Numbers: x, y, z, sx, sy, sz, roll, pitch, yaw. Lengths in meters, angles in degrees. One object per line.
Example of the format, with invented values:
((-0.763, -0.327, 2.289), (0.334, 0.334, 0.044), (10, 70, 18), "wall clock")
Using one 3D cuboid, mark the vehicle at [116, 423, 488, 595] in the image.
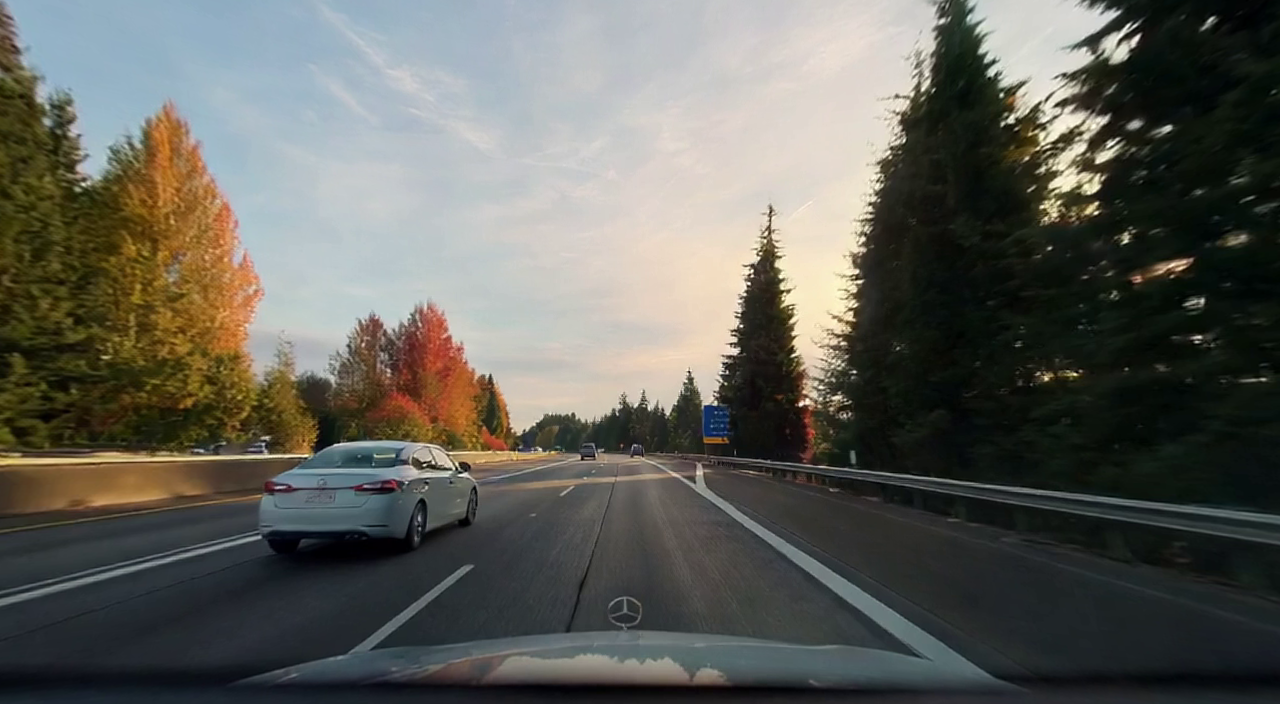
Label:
((-3.754, 1.851, 8.430), (2.184, 1.574, 5.004), (0, -9, 0), "vehicle")
